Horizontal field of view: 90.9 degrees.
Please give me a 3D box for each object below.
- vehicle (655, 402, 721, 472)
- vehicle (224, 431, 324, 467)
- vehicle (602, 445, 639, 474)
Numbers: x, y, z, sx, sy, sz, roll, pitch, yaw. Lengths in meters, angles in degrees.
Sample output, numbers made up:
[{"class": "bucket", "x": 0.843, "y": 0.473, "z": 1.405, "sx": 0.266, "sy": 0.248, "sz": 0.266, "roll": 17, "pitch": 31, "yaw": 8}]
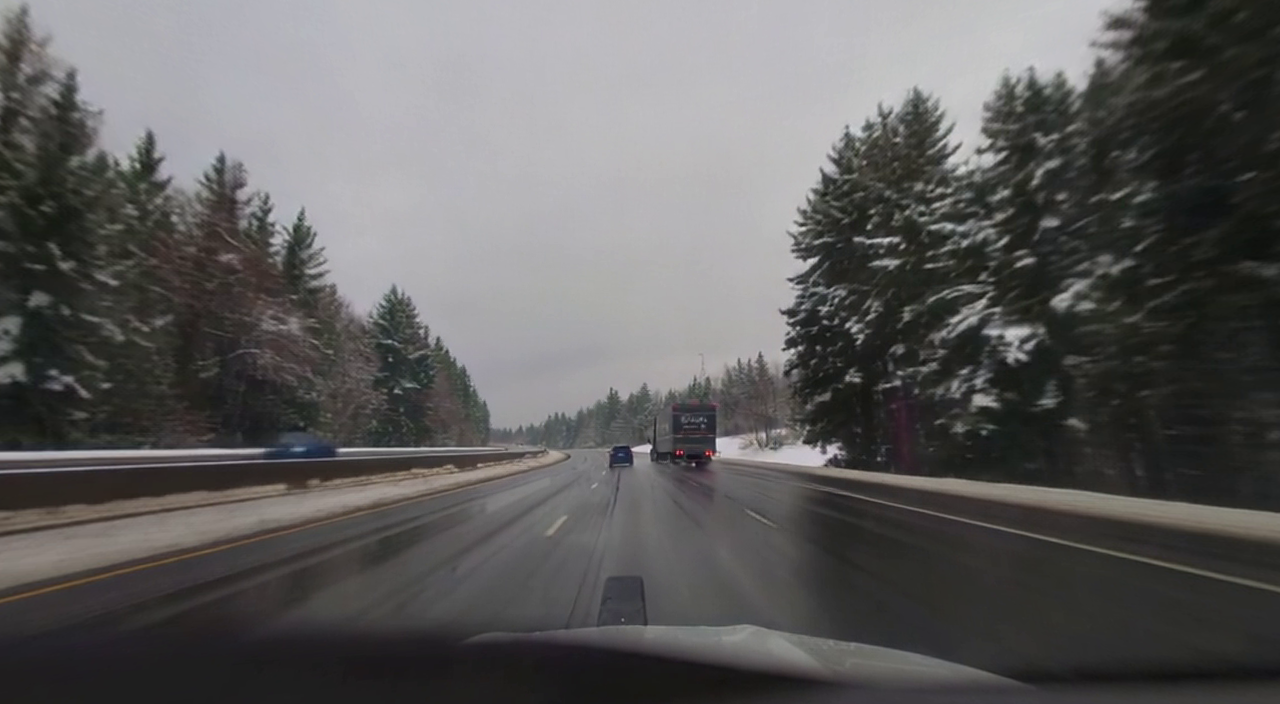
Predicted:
[{"class": "vehicle", "x": 2.961, "y": 6.070, "z": 43.908, "sx": 2.951, "sy": 4.012, "sz": 14.203, "roll": 1, "pitch": -9, "yaw": -2}, {"class": "vehicle", "x": -16.458, "y": 4.406, "z": 28.669, "sx": 1.834, "sy": 1.491, "sz": 4.562, "roll": 0, "pitch": -9, "yaw": -1}, {"class": "vehicle", "x": -1.090, "y": 5.858, "z": 34.456, "sx": 1.913, "sy": 1.460, "sz": 3.610, "roll": 1, "pitch": -9, "yaw": -2}]
